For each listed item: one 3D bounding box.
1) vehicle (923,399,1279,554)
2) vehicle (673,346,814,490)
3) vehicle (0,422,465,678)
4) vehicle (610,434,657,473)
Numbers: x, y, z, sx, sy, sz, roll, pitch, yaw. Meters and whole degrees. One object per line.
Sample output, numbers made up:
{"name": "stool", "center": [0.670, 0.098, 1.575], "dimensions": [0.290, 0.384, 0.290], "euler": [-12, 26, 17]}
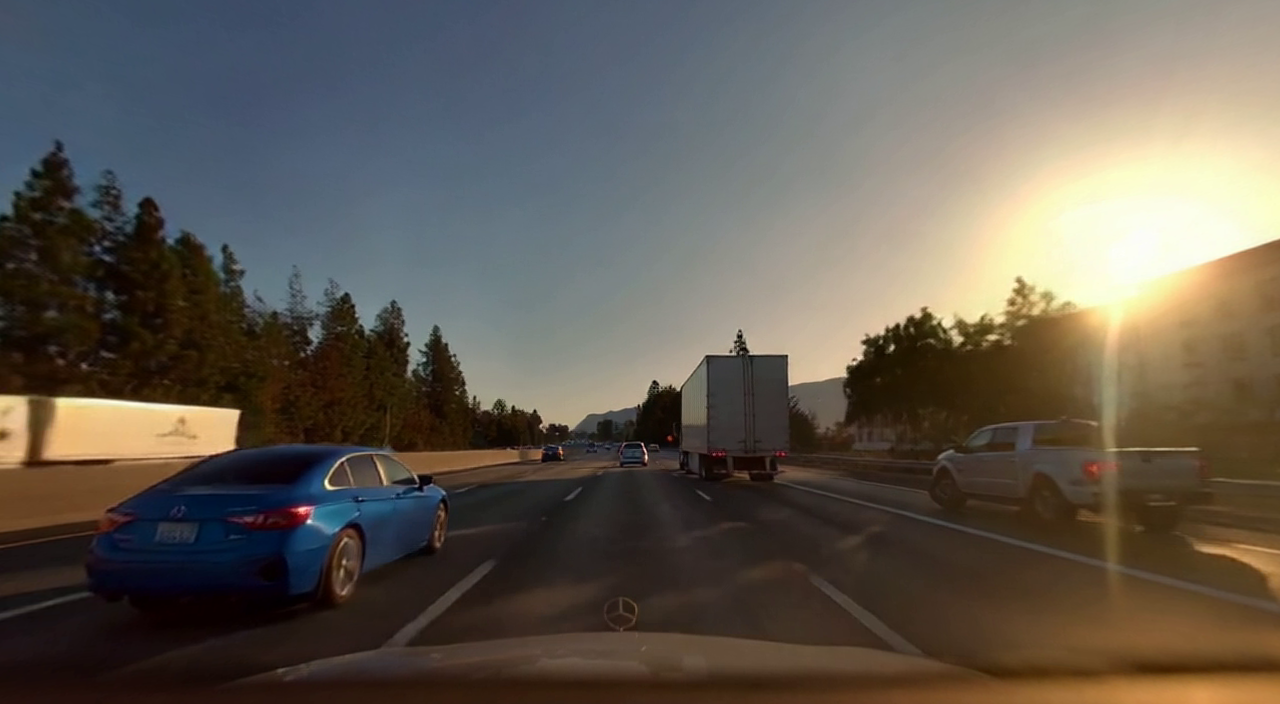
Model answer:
{"name": "vehicle", "center": [6.909, 1.868, 10.155], "dimensions": [2.106, 1.795, 5.489], "euler": [0, -9, -1]}
{"name": "vehicle", "center": [3.310, 2.988, 25.422], "dimensions": [2.876, 4.086, 15.117], "euler": [0, -9, -1]}
{"name": "vehicle", "center": [-3.199, 1.454, 5.849], "dimensions": [1.864, 1.406, 4.544], "euler": [0, -9, 0]}
{"name": "vehicle", "center": [-0.338, 5.157, 32.224], "dimensions": [2.203, 1.805, 4.358], "euler": [0, -9, -1]}
